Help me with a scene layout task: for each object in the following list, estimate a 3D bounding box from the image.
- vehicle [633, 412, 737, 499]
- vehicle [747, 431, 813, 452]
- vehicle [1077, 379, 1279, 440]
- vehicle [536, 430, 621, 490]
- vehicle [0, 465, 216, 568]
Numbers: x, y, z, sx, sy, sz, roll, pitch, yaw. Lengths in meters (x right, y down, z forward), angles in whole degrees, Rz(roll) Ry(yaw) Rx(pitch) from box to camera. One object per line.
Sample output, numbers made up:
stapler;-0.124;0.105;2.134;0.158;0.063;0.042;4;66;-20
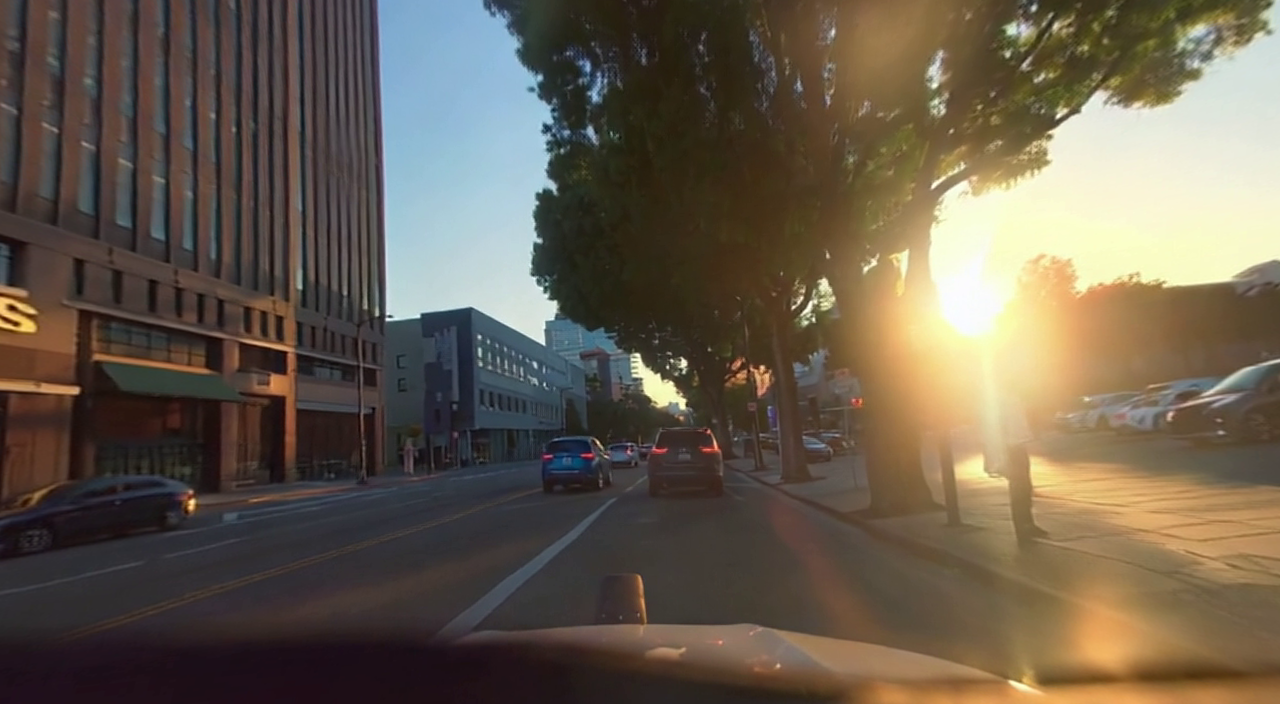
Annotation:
vehicle;1.138;2.710;16.803;2.352;1.953;4.796;-1;-8;3
vehicle;10.334;6.617;46.775;4.426;1.490;1.862;-1;-8;2
vehicle;13.705;1.473;15.793;4.189;1.395;1.725;-1;-8;3
vehicle;-1.851;3.448;20.484;2.023;1.702;4.152;-1;-8;5
vehicle;-11.382;3.074;12.413;2.103;1.514;5.374;-1;-8;4
